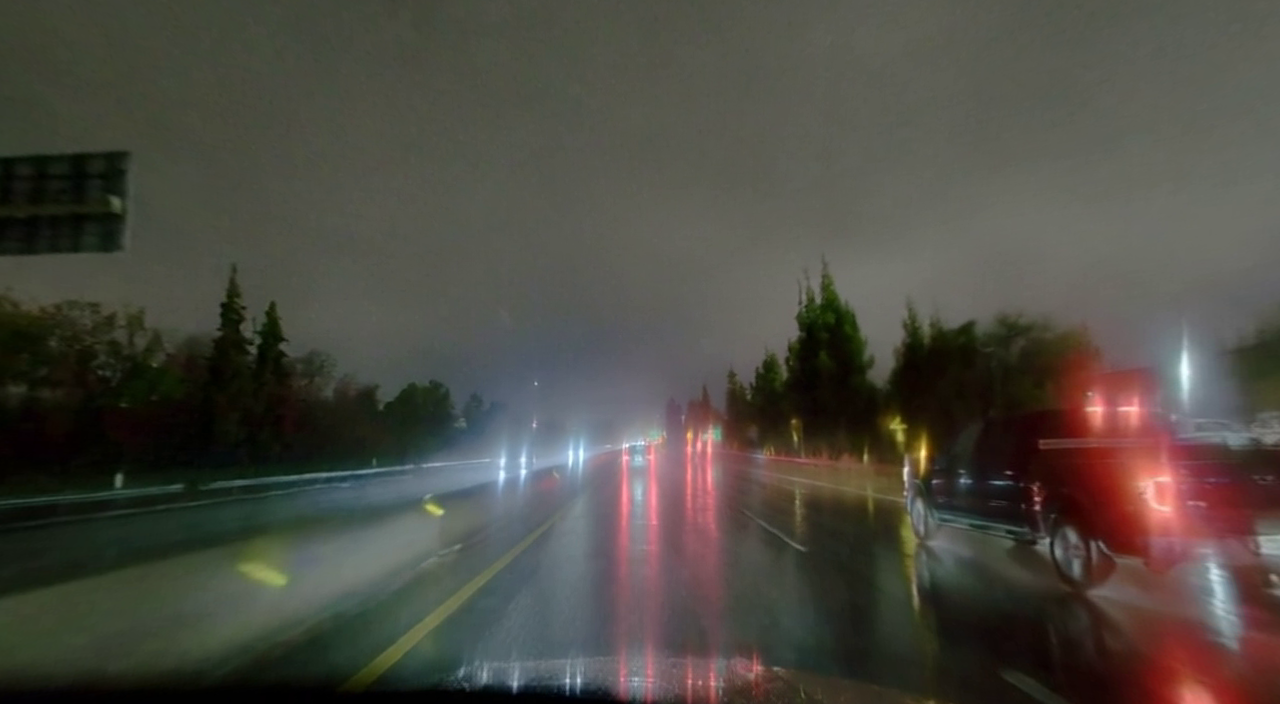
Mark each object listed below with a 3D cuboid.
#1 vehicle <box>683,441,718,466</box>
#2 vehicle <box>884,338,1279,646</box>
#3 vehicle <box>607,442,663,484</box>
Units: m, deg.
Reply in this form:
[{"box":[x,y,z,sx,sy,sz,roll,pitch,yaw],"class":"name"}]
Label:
[{"box":[4.116,6.939,42.958,1.936,1.589,3.915,0,-9,-1],"class":"vehicle"},{"box":[4.630,1.235,6.436,2.261,1.952,4.784,0,-9,0],"class":"vehicle"},{"box":[-0.185,4.261,24.320,2.029,1.483,3.769,0,-9,0],"class":"vehicle"}]
